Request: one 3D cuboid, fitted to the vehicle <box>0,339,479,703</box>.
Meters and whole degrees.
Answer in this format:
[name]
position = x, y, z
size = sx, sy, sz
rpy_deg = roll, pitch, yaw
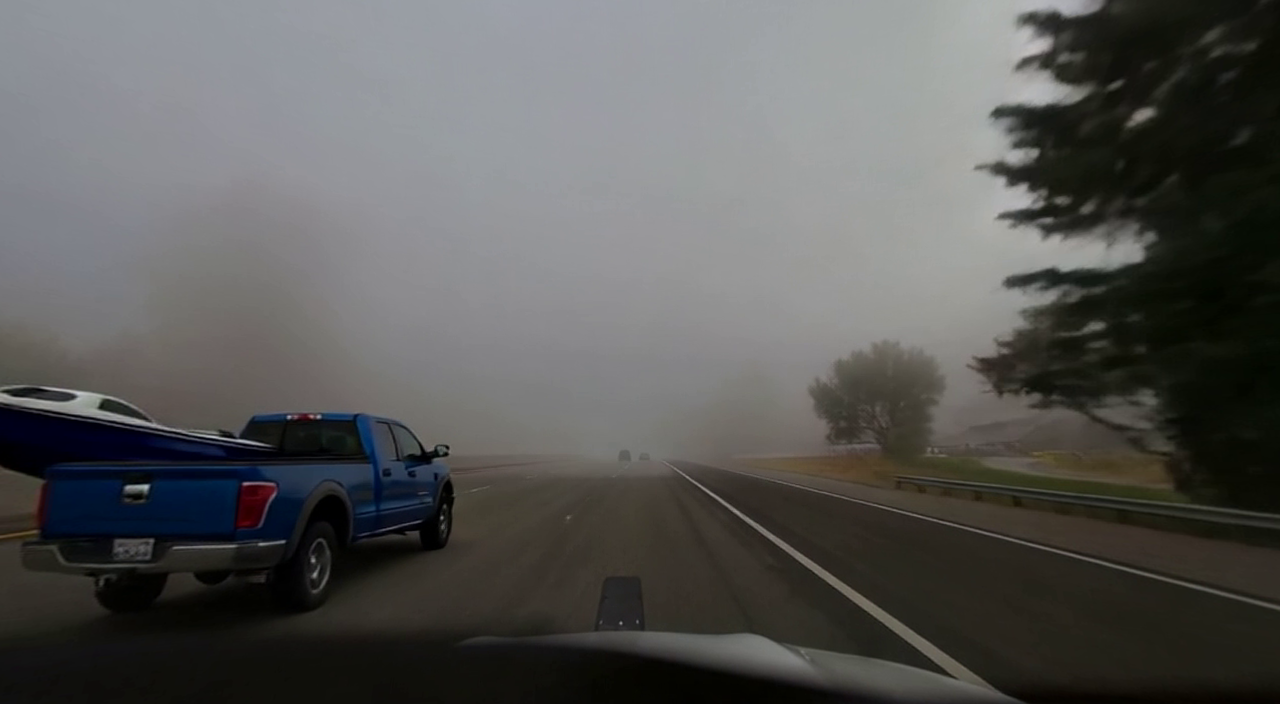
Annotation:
[vehicle]
position = -3.200, 1.215, 5.345
size = 2.202, 1.836, 5.009
rpy_deg = 0, -8, 1
